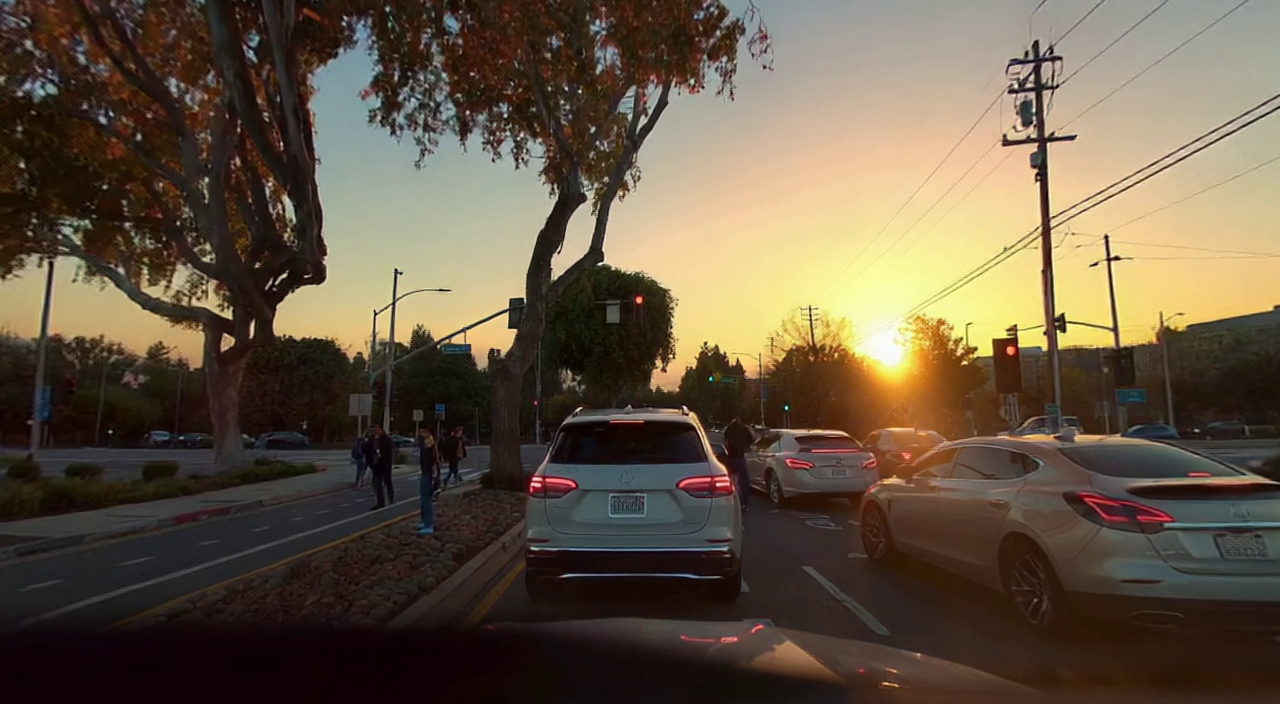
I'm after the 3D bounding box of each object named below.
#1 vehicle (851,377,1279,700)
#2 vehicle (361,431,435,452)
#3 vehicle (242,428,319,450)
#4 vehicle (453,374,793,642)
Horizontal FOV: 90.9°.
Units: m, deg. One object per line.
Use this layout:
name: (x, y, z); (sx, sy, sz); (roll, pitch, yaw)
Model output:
vehicle: (3.560, 1.289, 5.564); (1.948, 1.677, 4.437); (0, -8, 1)
vehicle: (-17.744, 6.559, 46.371); (4.607, 1.478, 1.995); (0, -8, 0)
vehicle: (-26.846, 6.534, 47.223); (4.587, 1.639, 1.878); (0, -8, 1)
vehicle: (-0.164, 1.366, 6.542); (2.271, 1.786, 4.443); (0, -8, -1)
